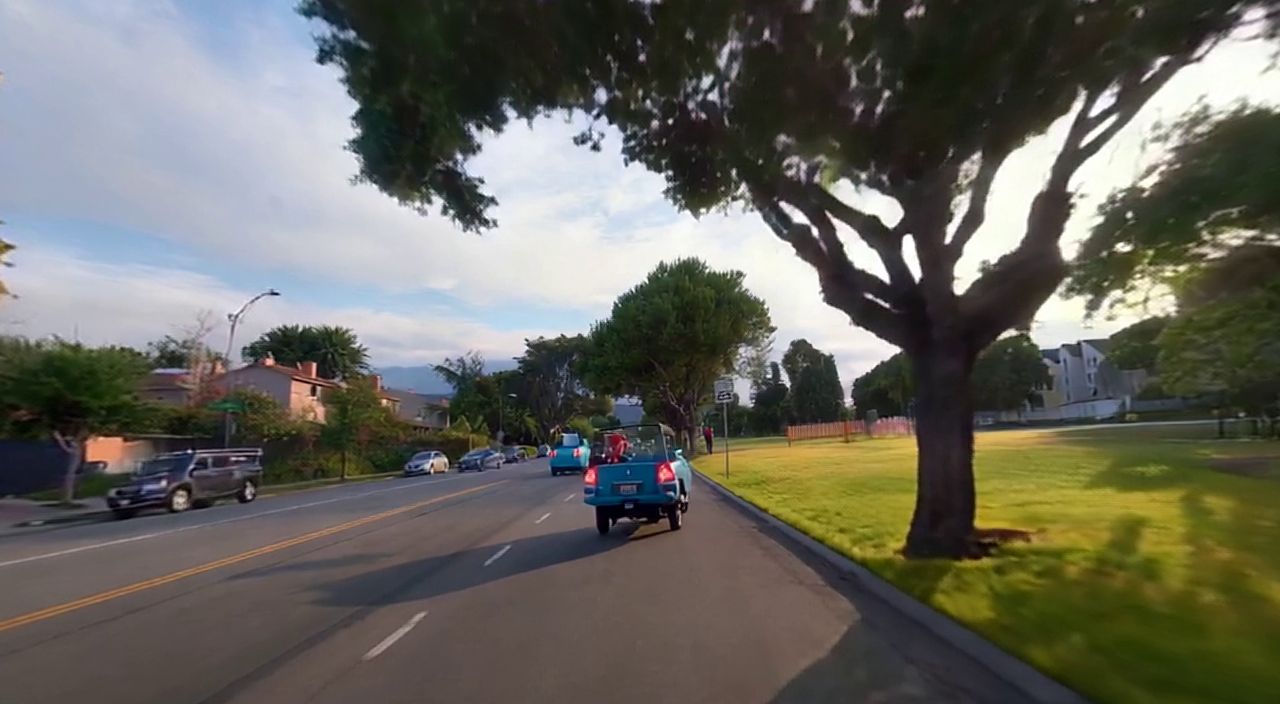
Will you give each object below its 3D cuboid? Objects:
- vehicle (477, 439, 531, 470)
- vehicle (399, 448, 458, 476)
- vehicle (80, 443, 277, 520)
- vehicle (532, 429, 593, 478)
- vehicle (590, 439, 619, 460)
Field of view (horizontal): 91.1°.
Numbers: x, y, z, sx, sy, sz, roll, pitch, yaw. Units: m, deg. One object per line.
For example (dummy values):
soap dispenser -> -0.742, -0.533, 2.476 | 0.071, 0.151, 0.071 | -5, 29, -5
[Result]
vehicle -> -8.442, 6.382, 39.444 | 2.060, 1.785, 5.303 | 0, -8, 1
vehicle -> -12.197, 6.349, 36.498 | 1.887, 1.469, 4.691 | 0, -9, -1
vehicle -> -12.368, 3.434, 17.318 | 1.928, 1.800, 4.632 | 0, -8, -1
vehicle -> -3.078, 4.134, 25.703 | 1.908, 1.809, 4.230 | 0, -8, 1
vehicle -> -2.726, 7.570, 48.815 | 2.007, 1.615, 3.758 | 0, -8, 1
